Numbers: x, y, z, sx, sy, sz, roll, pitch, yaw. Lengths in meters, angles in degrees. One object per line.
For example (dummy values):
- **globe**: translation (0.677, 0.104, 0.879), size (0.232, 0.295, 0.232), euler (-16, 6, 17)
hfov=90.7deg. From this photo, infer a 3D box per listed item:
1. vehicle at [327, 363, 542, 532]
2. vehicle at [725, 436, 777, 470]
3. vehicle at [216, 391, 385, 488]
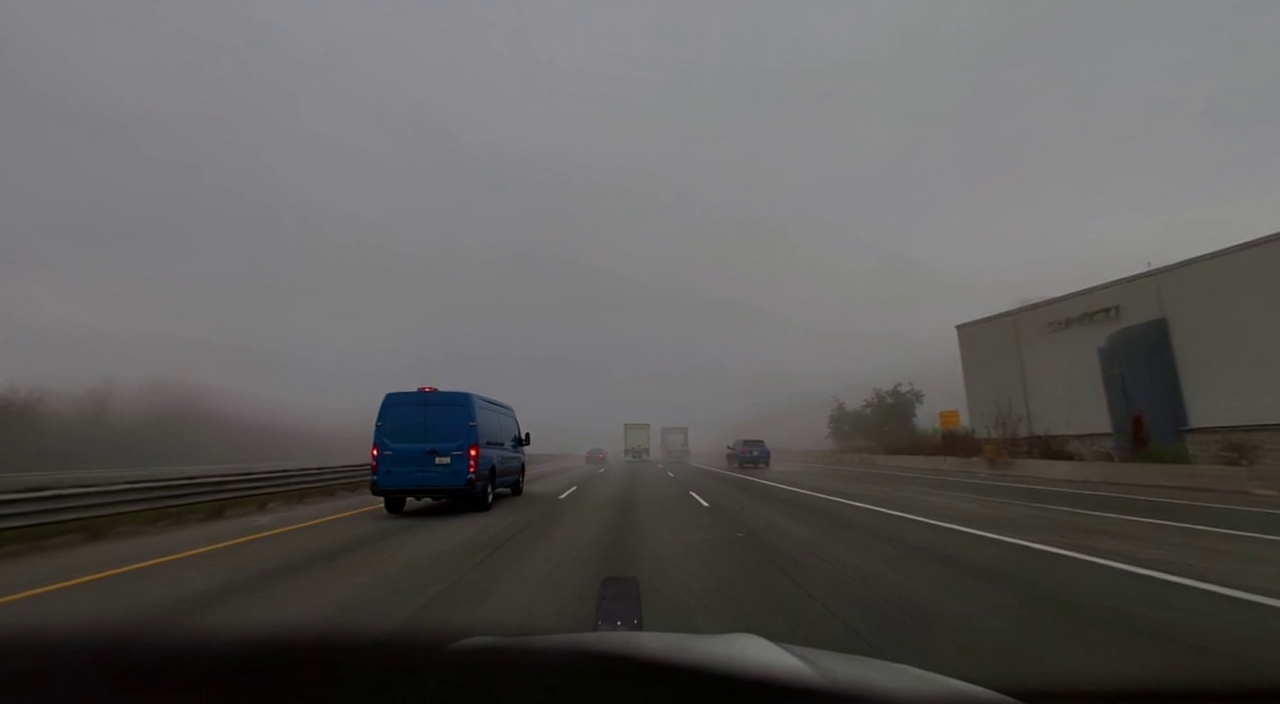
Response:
- **vehicle**: translation (-3.993, 2.108, 14.146), size (2.557, 2.855, 6.674), euler (0, -9, 0)
- **vehicle**: translation (6.912, 6.384, 40.168), size (2.216, 1.918, 5.742), euler (0, -9, 0)
- **vehicle**: translation (-16.238, 4.397, 31.424), size (3.117, 4.010, 9.274), euler (-1, -9, 1)
